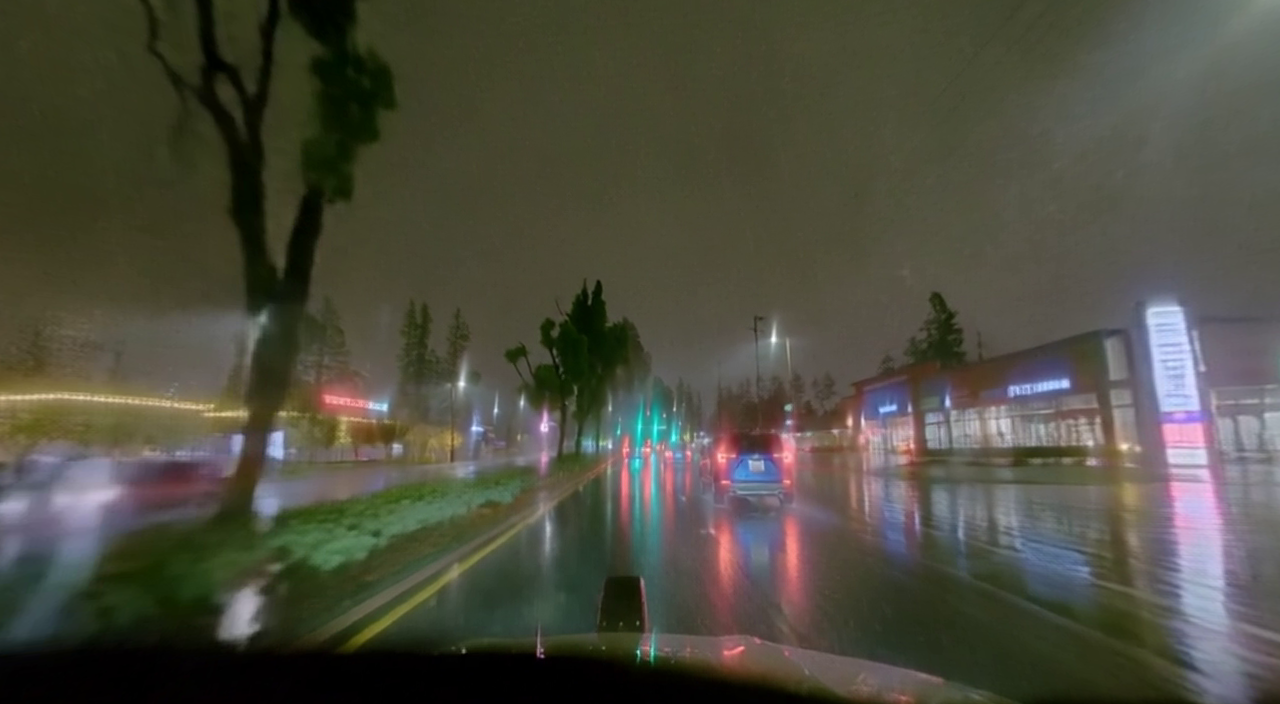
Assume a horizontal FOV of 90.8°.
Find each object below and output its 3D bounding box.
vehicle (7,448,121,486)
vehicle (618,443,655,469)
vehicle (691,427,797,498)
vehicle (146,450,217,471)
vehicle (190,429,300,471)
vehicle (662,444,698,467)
[{"bbox_3d":[-28.323,5.616,31.253,1.897,1.704,4.153,1,-9,-5],"label":"vehicle"},{"bbox_3d":[-0.235,6.217,37.829,2.056,1.440,3.798,0,-9,-1],"label":"vehicle"},{"bbox_3d":[2.867,3.191,18.588,2.140,1.811,4.593,0,-9,-3],"label":"vehicle"},{"bbox_3d":[-34.041,8.045,47.043,3.791,1.518,1.807,3,-9,-18],"label":"vehicle"},{"bbox_3d":[-27.133,6.760,43.549,5.905,2.803,2.261,0,-9,-2],"label":"vehicle"},{"bbox_3d":[2.564,6.718,41.089,1.970,1.402,3.756,0,-9,-2],"label":"vehicle"}]
